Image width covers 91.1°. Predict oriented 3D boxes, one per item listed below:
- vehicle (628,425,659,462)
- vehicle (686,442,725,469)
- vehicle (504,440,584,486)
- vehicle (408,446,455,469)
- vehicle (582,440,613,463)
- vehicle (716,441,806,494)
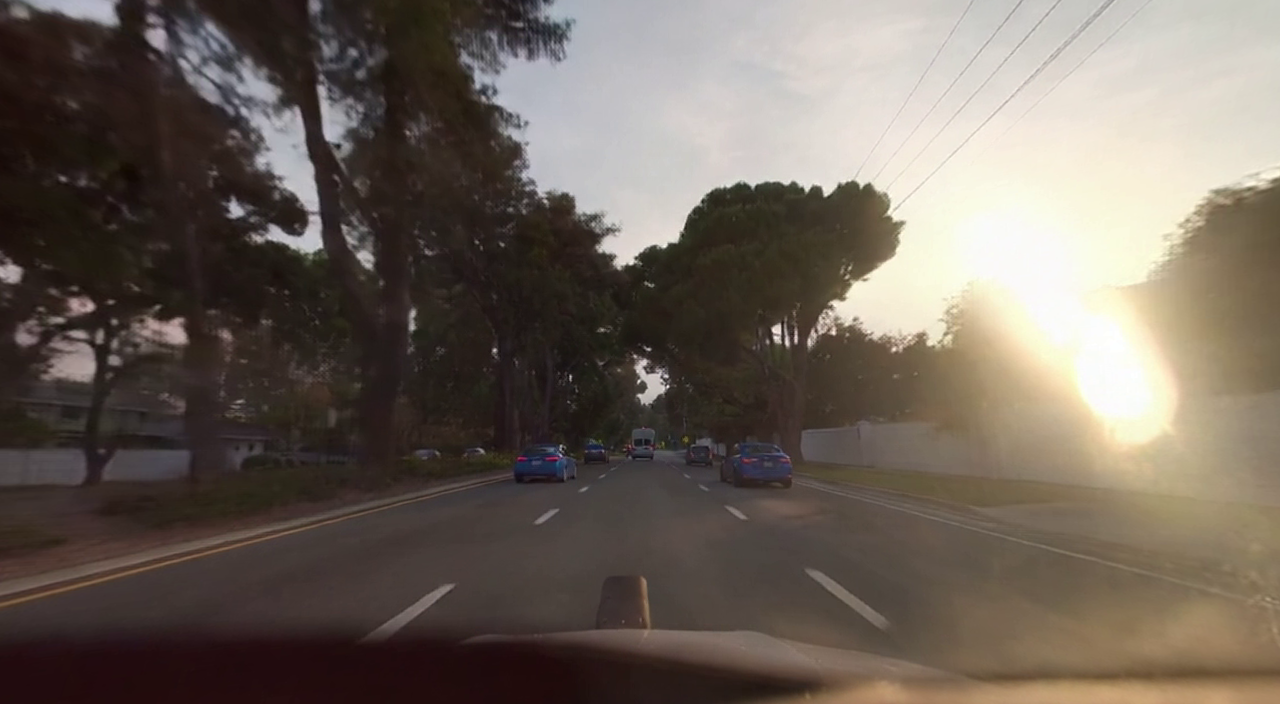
[{"bbox_3d":[0.328,7.210,49.285,2.311,2.726,5.814,0,-8,1],"label":"vehicle"},{"bbox_3d":[4.028,6.404,38.981,1.905,1.520,4.340,1,-8,-1],"label":"vehicle"},{"bbox_3d":[-3.311,3.930,22.606,2.036,1.474,4.647,0,-8,2],"label":"vehicle"},{"bbox_3d":[-13.979,7.084,42.347,1.822,1.461,3.778,0,-8,0],"label":"vehicle"},{"bbox_3d":[-3.251,7.720,48.981,2.021,1.715,4.329,0,-8,1],"label":"vehicle"},{"bbox_3d":[3.615,3.520,19.575,1.945,1.469,4.258,0,-8,0],"label":"vehicle"}]
